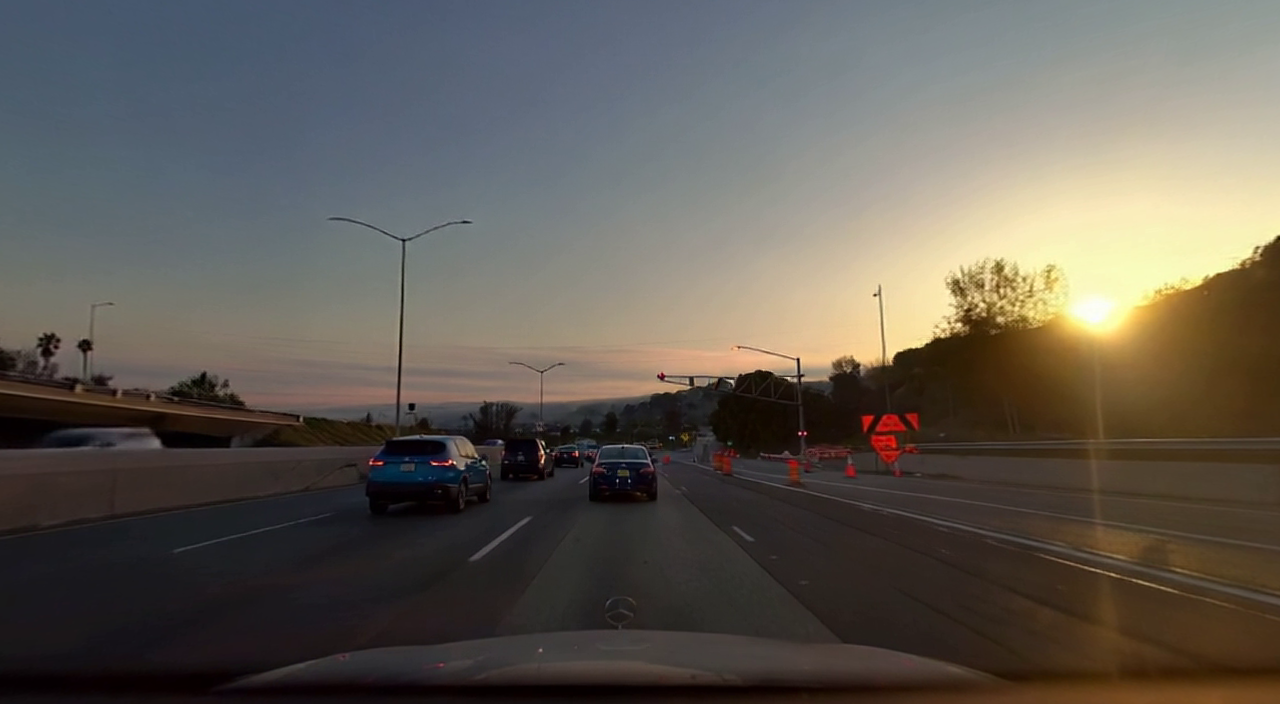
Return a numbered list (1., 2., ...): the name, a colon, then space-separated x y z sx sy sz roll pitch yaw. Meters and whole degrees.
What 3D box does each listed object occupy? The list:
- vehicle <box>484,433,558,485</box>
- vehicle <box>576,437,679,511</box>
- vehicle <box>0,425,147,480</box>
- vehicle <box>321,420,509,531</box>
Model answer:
1. vehicle: -4.269 3.901 23.267 1.982 1.727 4.057 0 -9 -1
2. vehicle: -0.315 2.763 14.795 2.069 1.484 3.982 0 -9 -2
3. vehicle: -17.602 3.028 19.114 1.857 1.458 4.406 0 -9 -1
4. vehicle: -3.924 2.224 11.925 2.025 1.708 4.089 0 -9 0
